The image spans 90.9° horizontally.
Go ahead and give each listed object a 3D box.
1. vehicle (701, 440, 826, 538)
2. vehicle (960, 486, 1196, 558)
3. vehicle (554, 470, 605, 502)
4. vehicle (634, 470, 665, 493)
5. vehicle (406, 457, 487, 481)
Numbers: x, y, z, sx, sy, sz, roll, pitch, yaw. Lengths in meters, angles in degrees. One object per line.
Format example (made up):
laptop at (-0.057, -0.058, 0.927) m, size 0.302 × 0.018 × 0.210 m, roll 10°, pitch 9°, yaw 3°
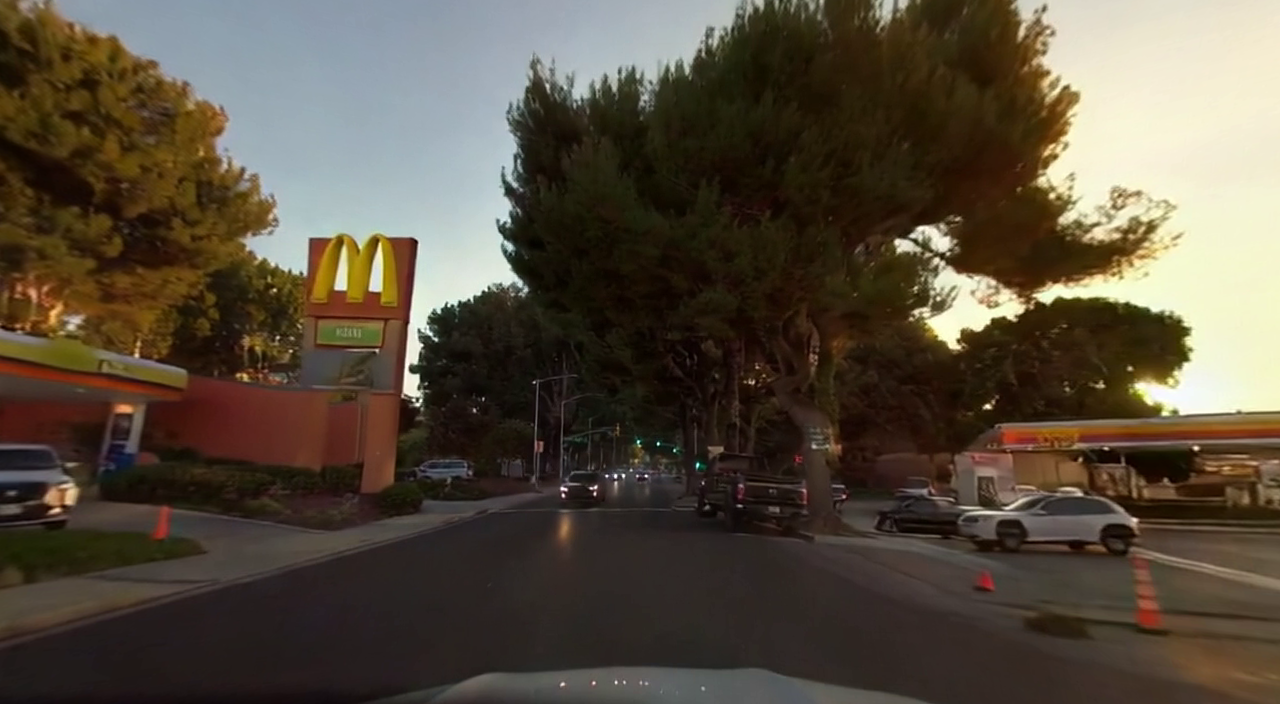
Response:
vehicle at (2.914, 3.446, 16.250) m, size 2.153 × 2.074 × 5.188 m, roll 1°, pitch -11°, yaw 0°
vehicle at (10.078, 3.940, 14.777) m, size 4.123 × 1.446 × 1.807 m, roll 1°, pitch -11°, yaw 0°
vehicle at (-2.948, 6.665, 31.615) m, size 1.999 × 1.467 × 4.256 m, roll 0°, pitch -11°, yaw 1°
vehicle at (0.672, 8.629, 42.186) m, size 1.993 × 1.454 × 3.810 m, roll 0°, pitch -11°, yaw 1°
vehicle at (-12.878, 7.804, 42.069) m, size 4.677 × 1.478 × 1.904 m, roll 0°, pitch -11°, yaw 5°
